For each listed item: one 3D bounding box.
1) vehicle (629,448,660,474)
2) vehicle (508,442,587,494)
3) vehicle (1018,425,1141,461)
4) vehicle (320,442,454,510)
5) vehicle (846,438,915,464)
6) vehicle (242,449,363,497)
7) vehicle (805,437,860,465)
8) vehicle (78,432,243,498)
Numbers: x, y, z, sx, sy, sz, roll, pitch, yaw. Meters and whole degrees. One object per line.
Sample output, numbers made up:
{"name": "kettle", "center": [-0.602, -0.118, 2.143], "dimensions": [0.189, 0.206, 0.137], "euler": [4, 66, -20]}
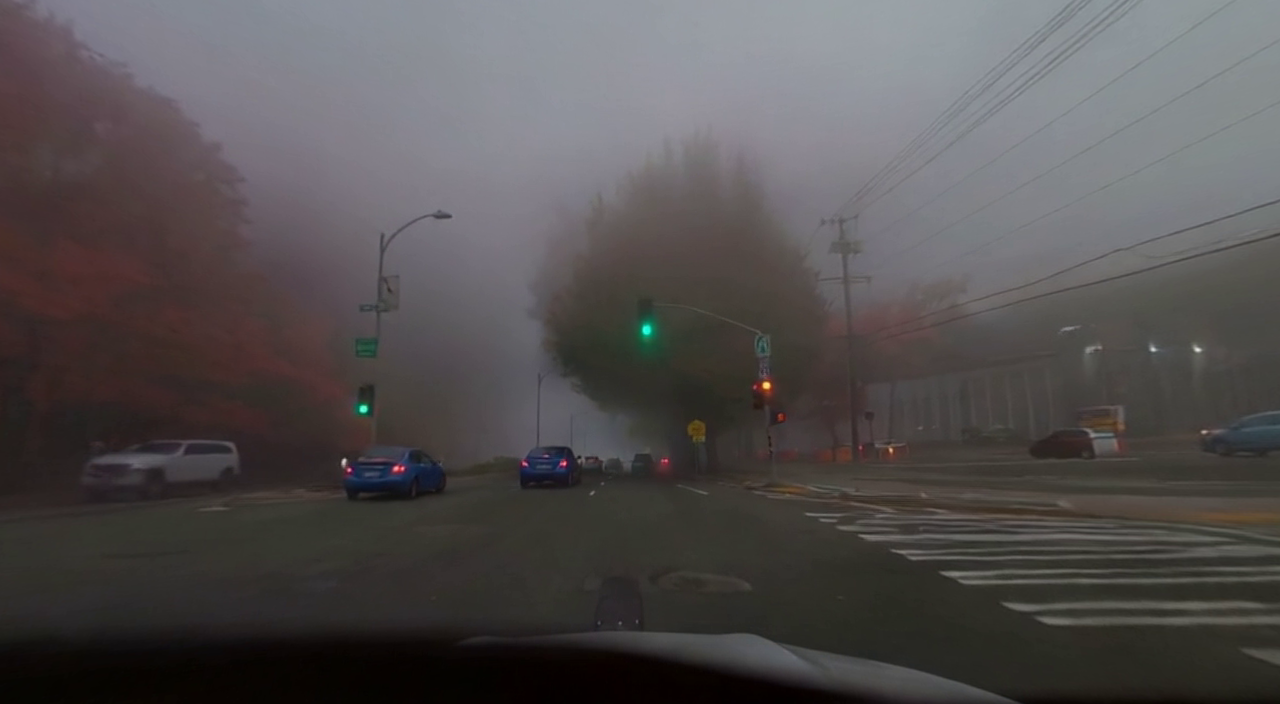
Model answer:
{"name": "vehicle", "center": [0.299, 7.821, 45.283], "dimensions": [2.144, 1.704, 4.028], "euler": [1, -8, -1]}
{"name": "vehicle", "center": [-3.240, 4.148, 23.009], "dimensions": [2.085, 1.663, 4.513], "euler": [0, -8, 1]}
{"name": "vehicle", "center": [20.034, 4.164, 28.906], "dimensions": [1.835, 1.501, 4.158], "euler": [6, -9, -33]}
{"name": "vehicle", "center": [-6.808, 3.342, 17.532], "dimensions": [1.932, 1.596, 4.247], "euler": [0, -8, 1]}
{"name": "vehicle", "center": [14.778, 6.108, 38.961], "dimensions": [1.826, 1.474, 4.254], "euler": [1, -8, -14]}
{"name": "vehicle", "center": [-11.694, 4.194, 22.212], "dimensions": [1.872, 1.475, 4.325], "euler": [-1, -9, 0]}
{"name": "vehicle", "center": [13.375, 6.903, 44.001], "dimensions": [1.862, 1.559, 3.959], "euler": [-4, -5, -11]}
{"name": "vehicle", "center": [-19.331, 4.525, 25.877], "dimensions": [2.359, 2.375, 5.488], "euler": [0, -8, 0]}
